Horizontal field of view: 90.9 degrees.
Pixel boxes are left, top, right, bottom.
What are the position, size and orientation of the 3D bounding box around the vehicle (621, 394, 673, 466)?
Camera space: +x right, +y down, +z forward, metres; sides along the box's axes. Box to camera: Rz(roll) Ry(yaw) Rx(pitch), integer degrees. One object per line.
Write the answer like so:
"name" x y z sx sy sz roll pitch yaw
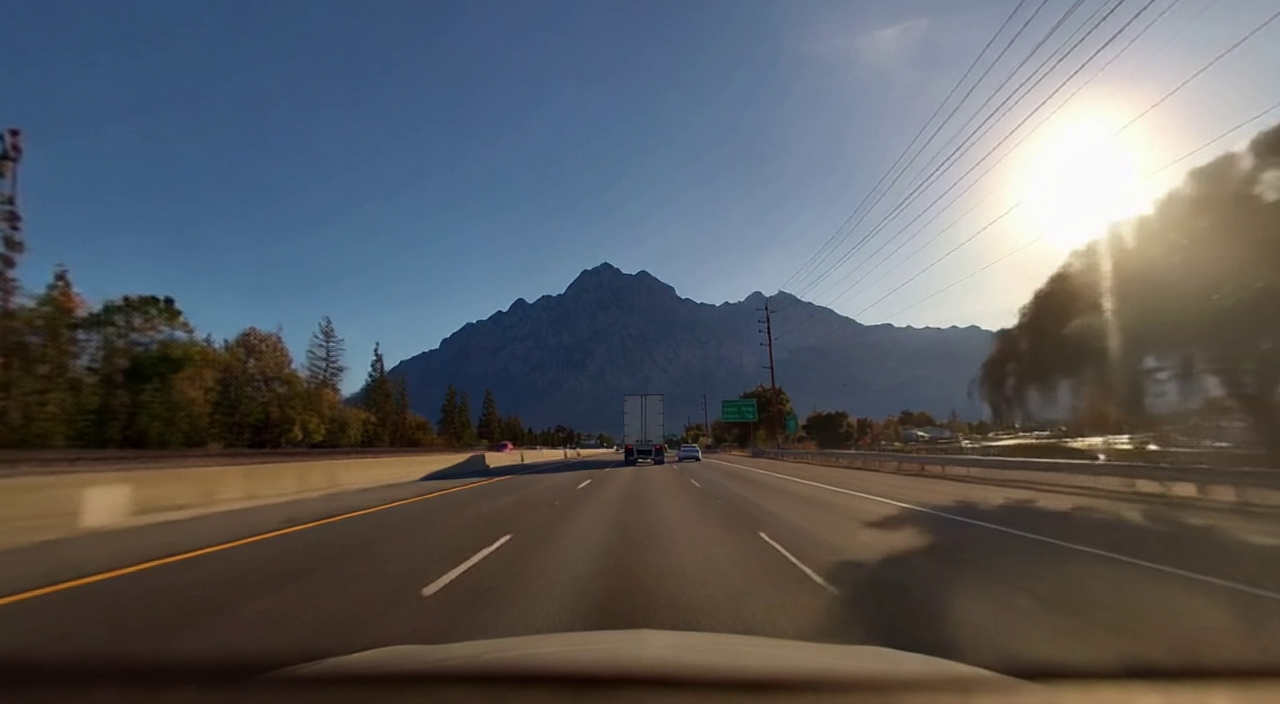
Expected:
"vehicle" 0.332 5.285 41.790 2.919 4.101 11.541 0 -8 -1
